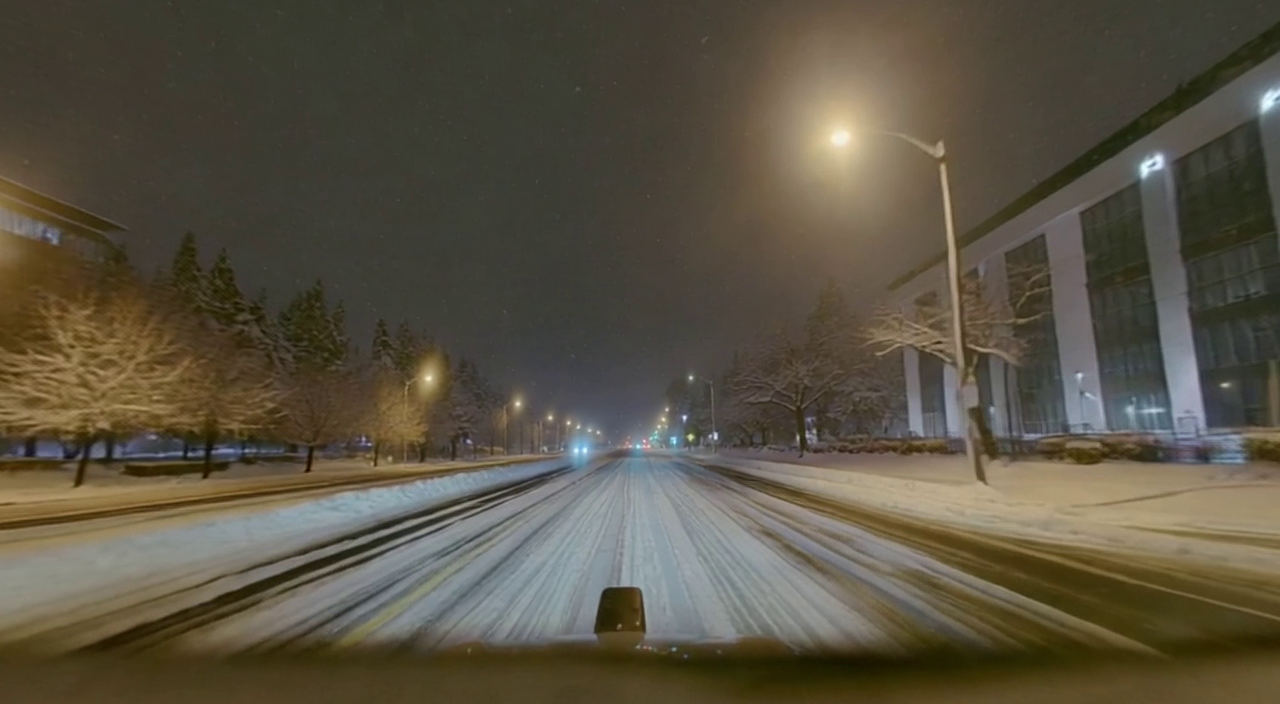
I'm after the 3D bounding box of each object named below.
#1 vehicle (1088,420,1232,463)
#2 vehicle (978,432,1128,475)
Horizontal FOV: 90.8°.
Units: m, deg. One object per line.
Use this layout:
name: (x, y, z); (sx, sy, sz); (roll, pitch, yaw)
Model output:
vehicle: (30.164, 5.204, 36.788); (6.323, 2.077, 2.262); (-3, -8, -2)
vehicle: (17.467, 4.315, 26.875); (4.938, 1.729, 2.098); (1, -9, -3)
